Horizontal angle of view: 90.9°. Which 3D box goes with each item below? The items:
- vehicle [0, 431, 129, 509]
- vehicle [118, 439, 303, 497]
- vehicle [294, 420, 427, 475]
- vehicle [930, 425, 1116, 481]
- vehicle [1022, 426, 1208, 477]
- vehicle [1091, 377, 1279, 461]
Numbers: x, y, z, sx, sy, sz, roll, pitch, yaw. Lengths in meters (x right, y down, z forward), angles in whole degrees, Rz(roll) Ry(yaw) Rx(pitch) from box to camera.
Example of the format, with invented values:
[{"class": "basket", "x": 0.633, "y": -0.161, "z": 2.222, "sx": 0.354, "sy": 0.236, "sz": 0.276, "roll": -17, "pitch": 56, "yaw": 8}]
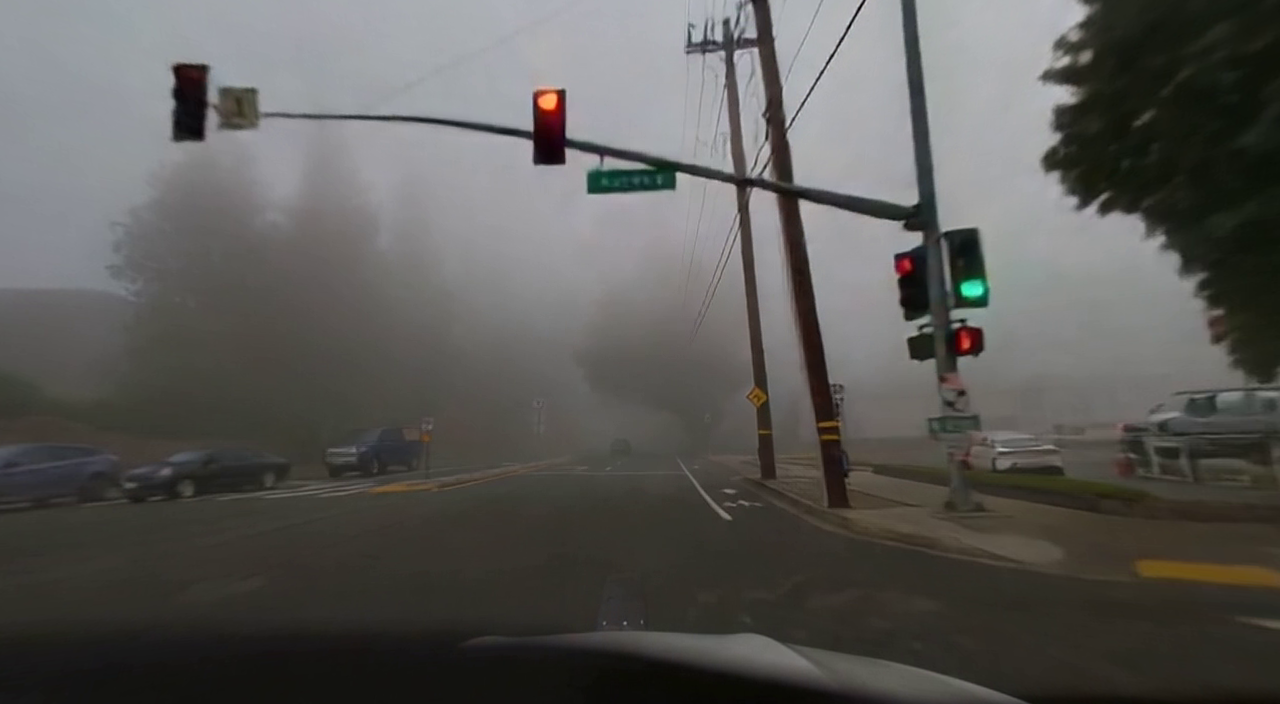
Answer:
[{"class": "vehicle", "x": -16.502, "y": 3.039, "z": 16.607, "sx": 2.112, "sy": 1.880, "sz": 4.479, "roll": -1, "pitch": -8, "yaw": 4}, {"class": "vehicle", "x": -12.909, "y": 3.467, "z": 19.484, "sx": 2.090, "sy": 1.519, "sz": 4.919, "roll": -1, "pitch": -8, "yaw": 3}, {"class": "vehicle", "x": -12.623, "y": 4.364, "z": 29.156, "sx": 2.798, "sy": 2.249, "sz": 6.296, "roll": -1, "pitch": -8, "yaw": 5}, {"class": "vehicle", "x": 12.011, "y": 3.148, "z": 20.162, "sx": 1.897, "sy": 1.532, "sz": 4.694, "roll": 4, "pitch": -8, "yaw": -29}, {"class": "vehicle", "x": 15.066, "y": 3.120, "z": 20.267, "sx": 1.994, "sy": 1.453, "sz": 4.249, "roll": 4, "pitch": -8, "yaw": -28}, {"class": "vehicle", "x": 18.238, "y": 2.173, "z": 19.934, "sx": 2.609, "sy": 2.332, "sz": 5.734, "roll": 4, "pitch": -9, "yaw": -28}]
